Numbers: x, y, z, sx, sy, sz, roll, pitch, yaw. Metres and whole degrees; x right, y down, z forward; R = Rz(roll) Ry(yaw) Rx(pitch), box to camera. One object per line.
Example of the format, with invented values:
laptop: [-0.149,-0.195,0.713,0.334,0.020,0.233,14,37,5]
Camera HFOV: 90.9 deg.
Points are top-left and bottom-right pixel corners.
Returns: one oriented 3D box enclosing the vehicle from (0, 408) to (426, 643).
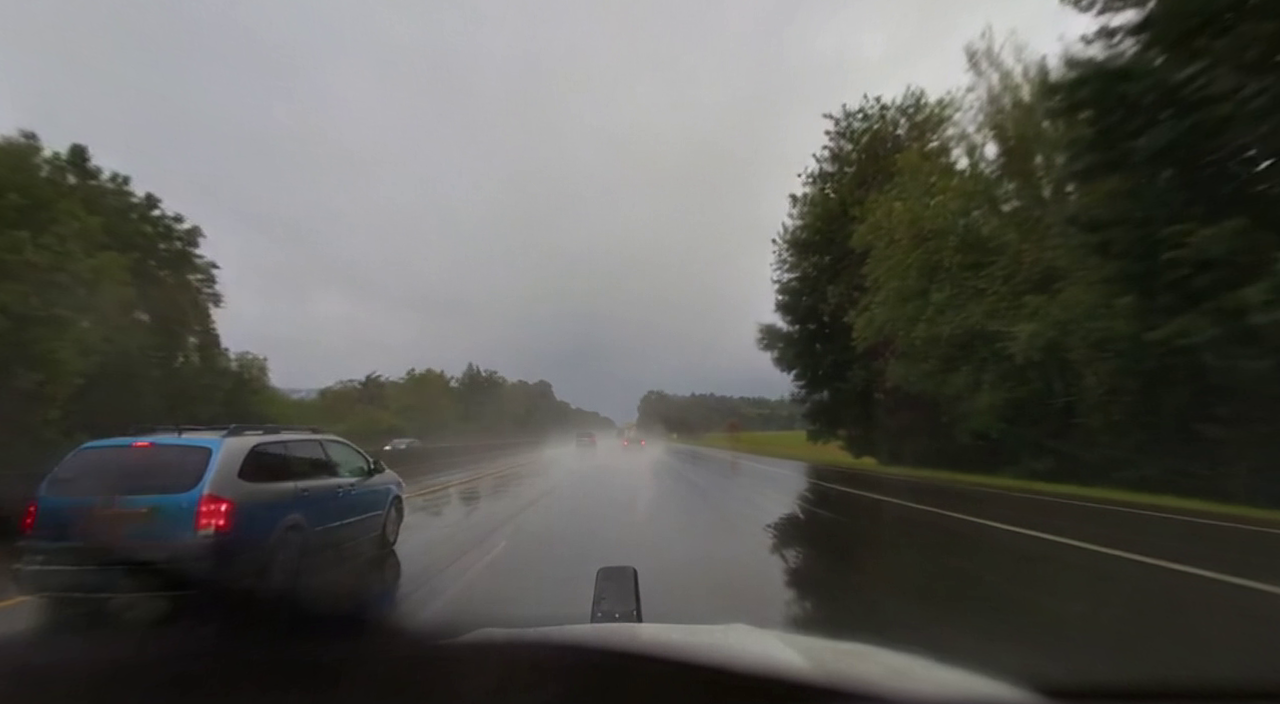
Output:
vehicle: [-3.753,1.387,6.125,1.931,1.483,4.105,0,-8,-1]
